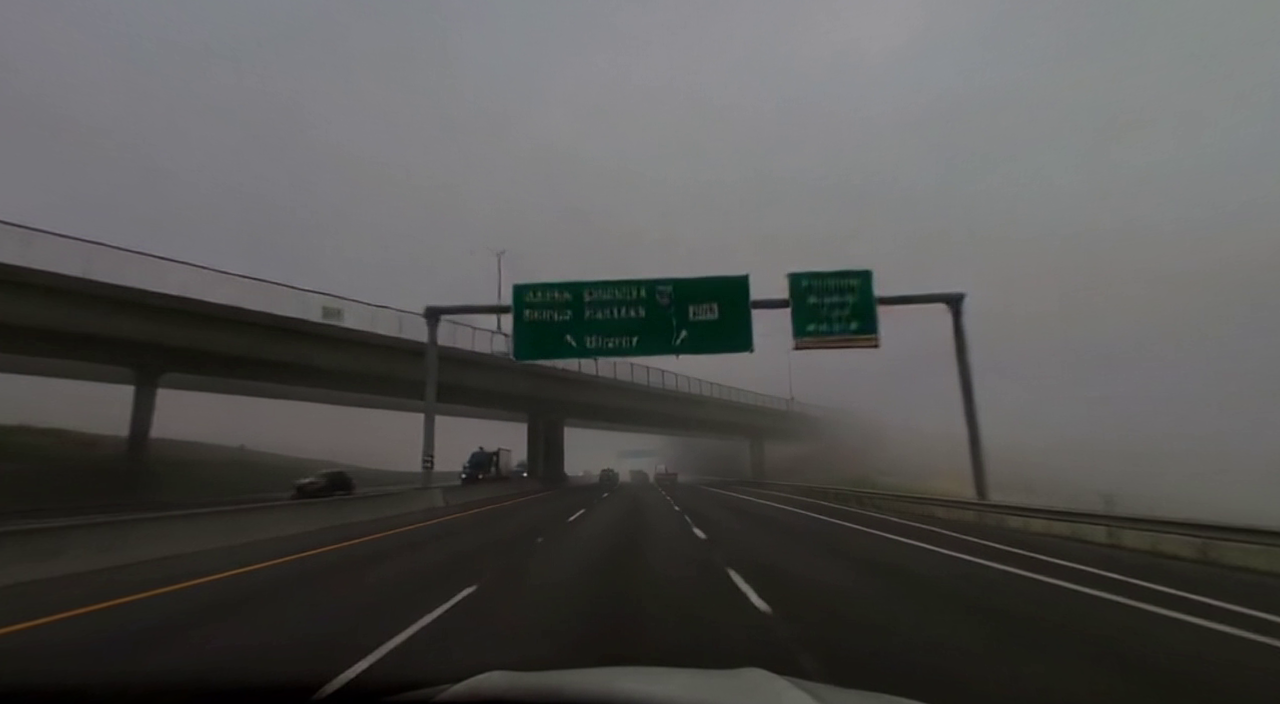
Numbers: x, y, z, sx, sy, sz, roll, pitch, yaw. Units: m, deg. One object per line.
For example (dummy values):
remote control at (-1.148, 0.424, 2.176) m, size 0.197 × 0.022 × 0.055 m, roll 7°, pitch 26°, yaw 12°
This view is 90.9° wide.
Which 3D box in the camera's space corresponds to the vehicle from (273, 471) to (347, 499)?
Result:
vehicle at (-19.674, 7.948, 37.758) m, size 2.050 × 1.508 × 4.321 m, roll 1°, pitch -10°, yaw 0°
